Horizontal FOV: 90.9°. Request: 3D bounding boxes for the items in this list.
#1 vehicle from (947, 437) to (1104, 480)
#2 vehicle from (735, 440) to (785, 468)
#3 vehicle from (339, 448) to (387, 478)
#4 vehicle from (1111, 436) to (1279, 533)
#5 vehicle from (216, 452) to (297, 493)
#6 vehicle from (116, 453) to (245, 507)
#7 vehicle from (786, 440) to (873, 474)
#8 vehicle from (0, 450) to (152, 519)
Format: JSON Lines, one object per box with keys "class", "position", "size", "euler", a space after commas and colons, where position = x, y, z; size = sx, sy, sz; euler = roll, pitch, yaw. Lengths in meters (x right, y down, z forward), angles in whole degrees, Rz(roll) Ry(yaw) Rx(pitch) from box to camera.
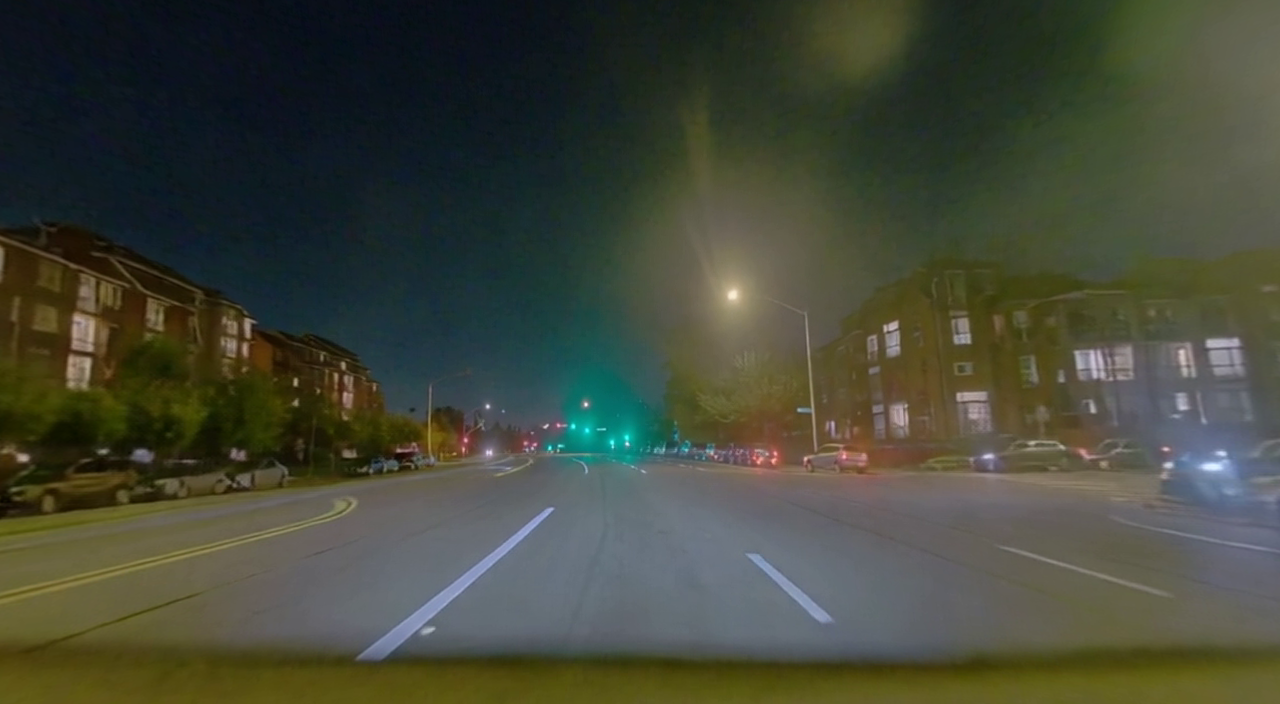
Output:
{"class": "vehicle", "position": [15.873, 4.385, 26.194], "size": [5.088, 1.538, 2.114], "euler": [-2, -7, 3]}
{"class": "vehicle", "position": [8.087, 6.929, 42.849], "size": [2.039, 1.752, 4.876], "euler": [1, -9, -5]}
{"class": "vehicle", "position": [-19.128, 7.658, 43.728], "size": [1.916, 1.657, 4.366], "euler": [-1, -6, -8]}
{"class": "vehicle", "position": [10.770, 2.290, 11.427], "size": [1.901, 1.423, 4.448], "euler": [-2, -9, 14]}
{"class": "vehicle", "position": [-17.942, 5.624, 29.659], "size": [1.836, 1.512, 3.581], "euler": [-2, -6, -5]}
{"class": "vehicle", "position": [-17.634, 4.874, 24.509], "size": [1.802, 1.477, 4.648], "euler": [-3, -5, -4]}
{"class": "vehicle", "position": [9.688, 5.399, 32.535], "size": [1.919, 1.627, 4.196], "euler": [4, -10, -26]}
{"class": "vehicle", "position": [-17.530, 3.897, 19.138], "size": [1.883, 1.775, 4.466], "euler": [-1, -8, -2]}
